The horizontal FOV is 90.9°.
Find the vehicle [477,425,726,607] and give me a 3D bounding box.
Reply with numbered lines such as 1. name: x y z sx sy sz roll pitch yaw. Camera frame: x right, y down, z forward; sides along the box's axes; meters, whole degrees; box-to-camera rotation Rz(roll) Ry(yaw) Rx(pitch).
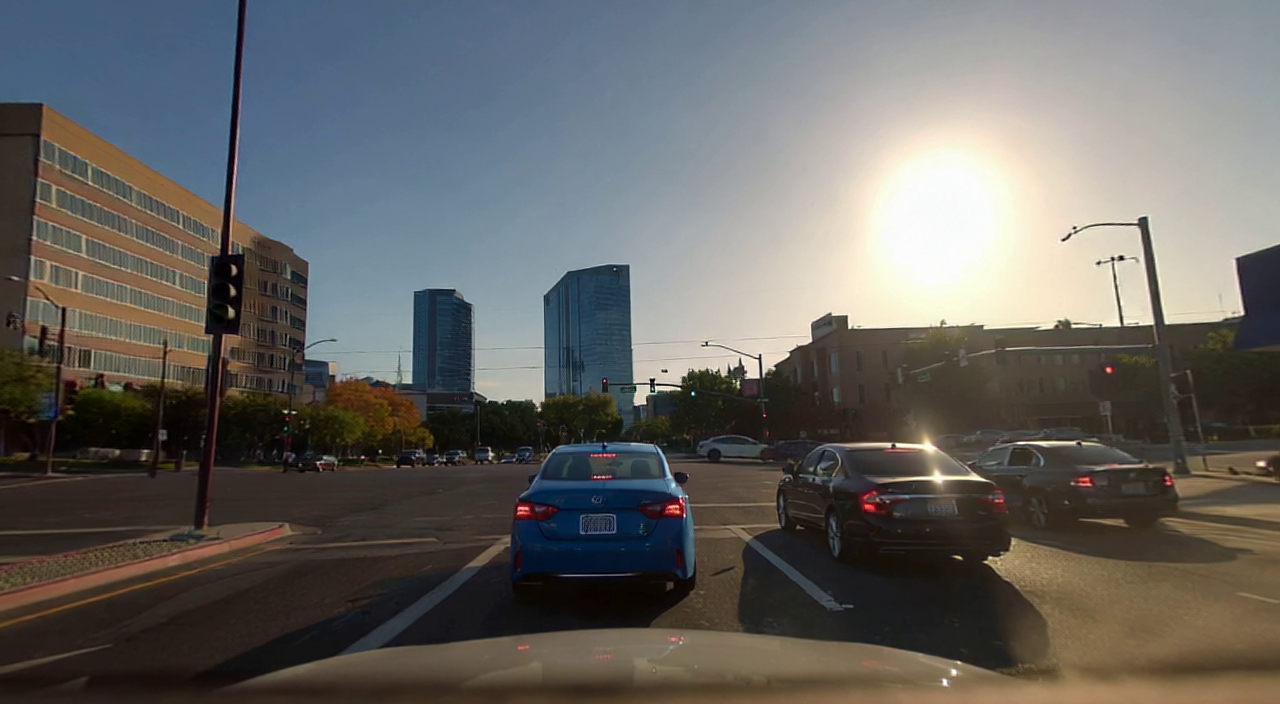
1. vehicle: -0.368 1.654 7.289 2.059 1.477 3.988 0 -8 -1

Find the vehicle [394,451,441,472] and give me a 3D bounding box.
1. vehicle: -17.130 8.391 48.682 2.048 1.463 4.530 0 -8 -1

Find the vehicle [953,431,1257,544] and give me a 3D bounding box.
1. vehicle: 7.444 2.165 10.786 1.908 1.517 4.182 0 -8 -1

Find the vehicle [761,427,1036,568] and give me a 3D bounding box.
1. vehicle: 3.215 1.888 8.970 2.042 1.508 4.109 0 -8 -2
